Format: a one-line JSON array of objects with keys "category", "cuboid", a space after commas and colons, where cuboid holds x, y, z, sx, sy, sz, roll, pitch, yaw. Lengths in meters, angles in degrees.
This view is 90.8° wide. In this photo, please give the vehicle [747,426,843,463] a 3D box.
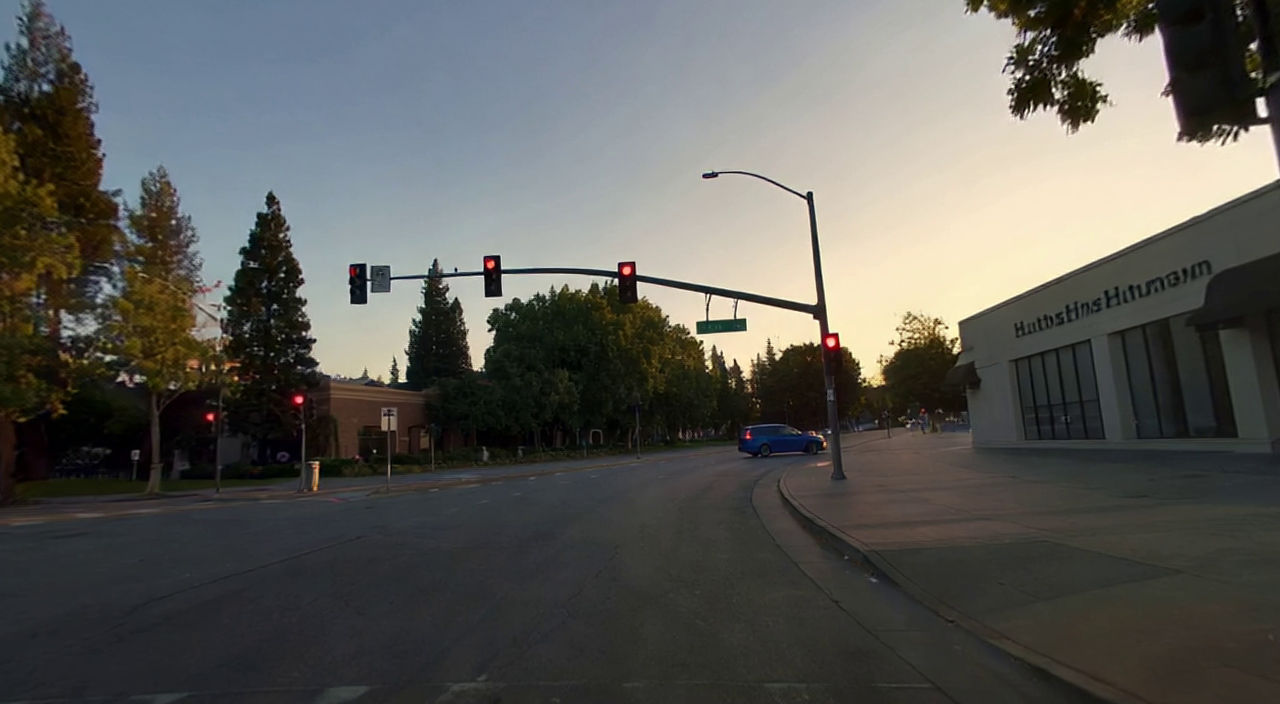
[{"category": "vehicle", "cuboid": [8.425, 4.975, 34.009, 5.519, 1.842, 2.100, 7, -11, -40]}]
